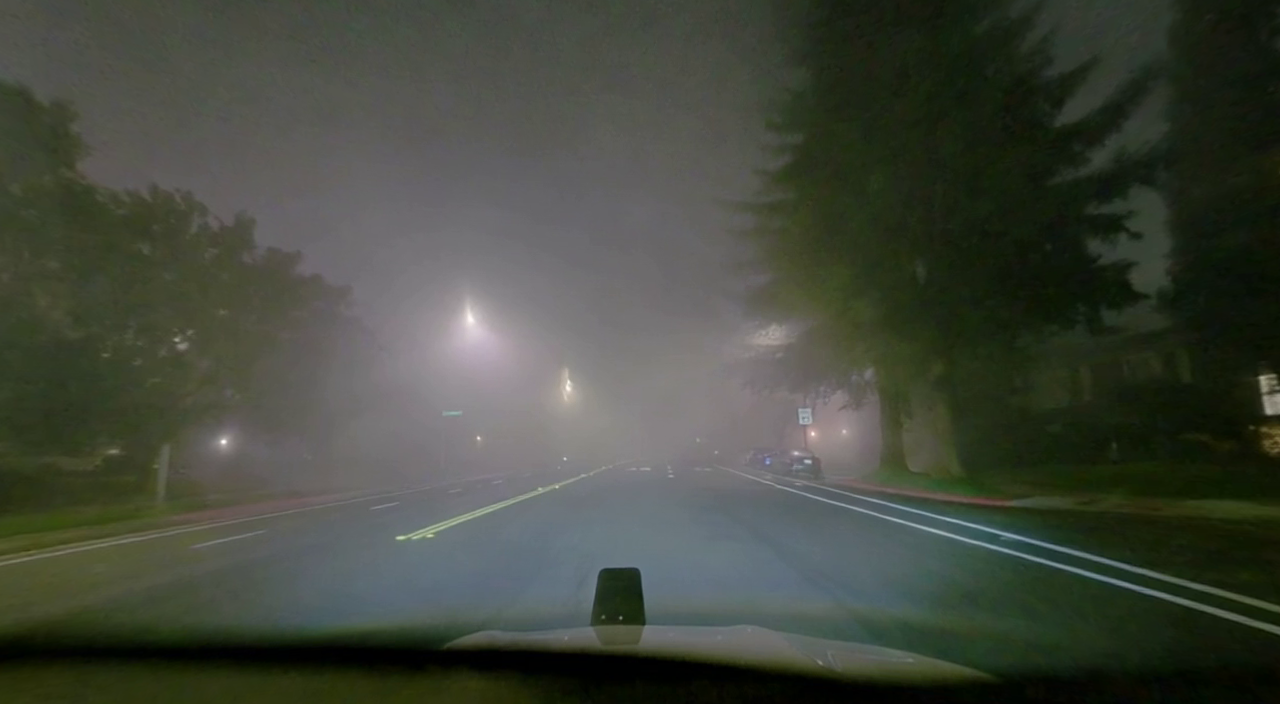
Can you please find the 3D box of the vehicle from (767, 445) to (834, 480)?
[{"bbox_3d":[7.256,5.022,29.067,1.940,1.481,4.650,0,-9,1],"label":"vehicle"}]
